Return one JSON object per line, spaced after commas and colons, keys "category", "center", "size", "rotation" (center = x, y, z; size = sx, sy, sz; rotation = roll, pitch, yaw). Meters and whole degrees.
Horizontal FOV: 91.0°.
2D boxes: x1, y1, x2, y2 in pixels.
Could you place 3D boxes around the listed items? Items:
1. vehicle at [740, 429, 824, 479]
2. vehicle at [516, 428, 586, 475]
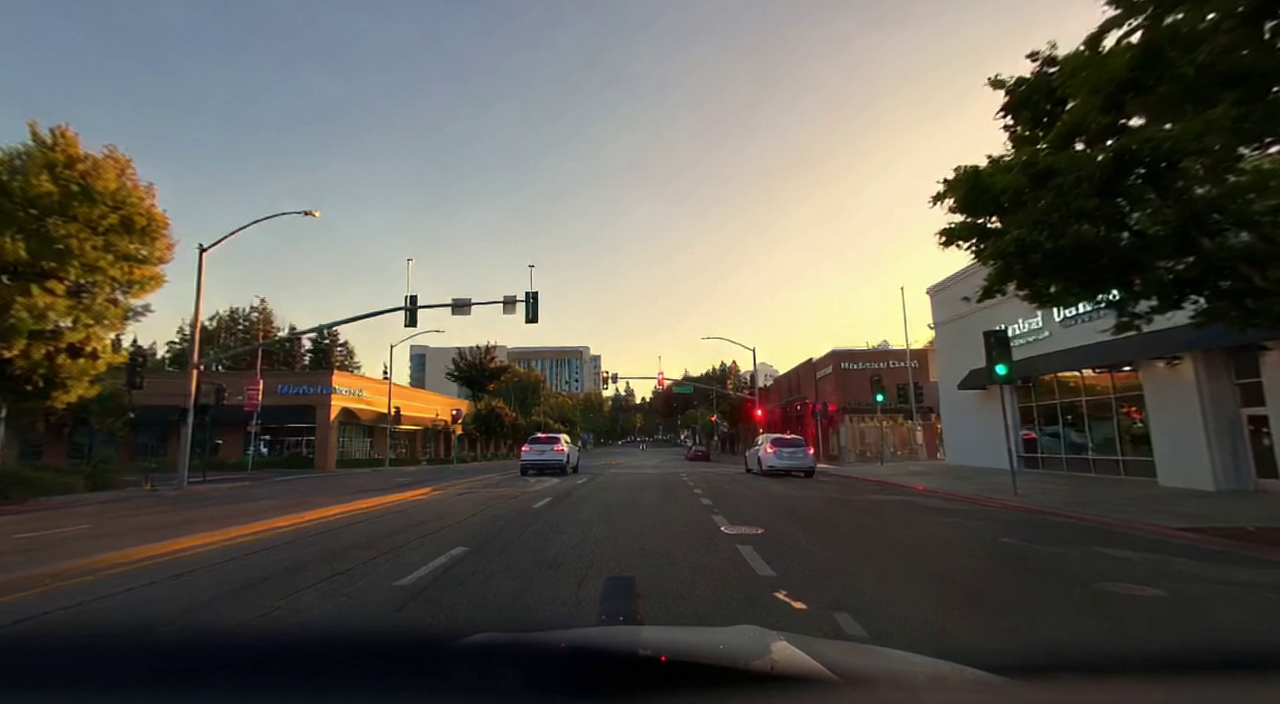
{"category": "vehicle", "center": [5.033, 3.703, 23.054], "size": [2.039, 1.655, 4.495], "rotation": [0, -9, 0]}
{"category": "vehicle", "center": [-3.300, 3.786, 24.121], "size": [1.947, 1.627, 4.248], "rotation": [0, -9, 1]}
